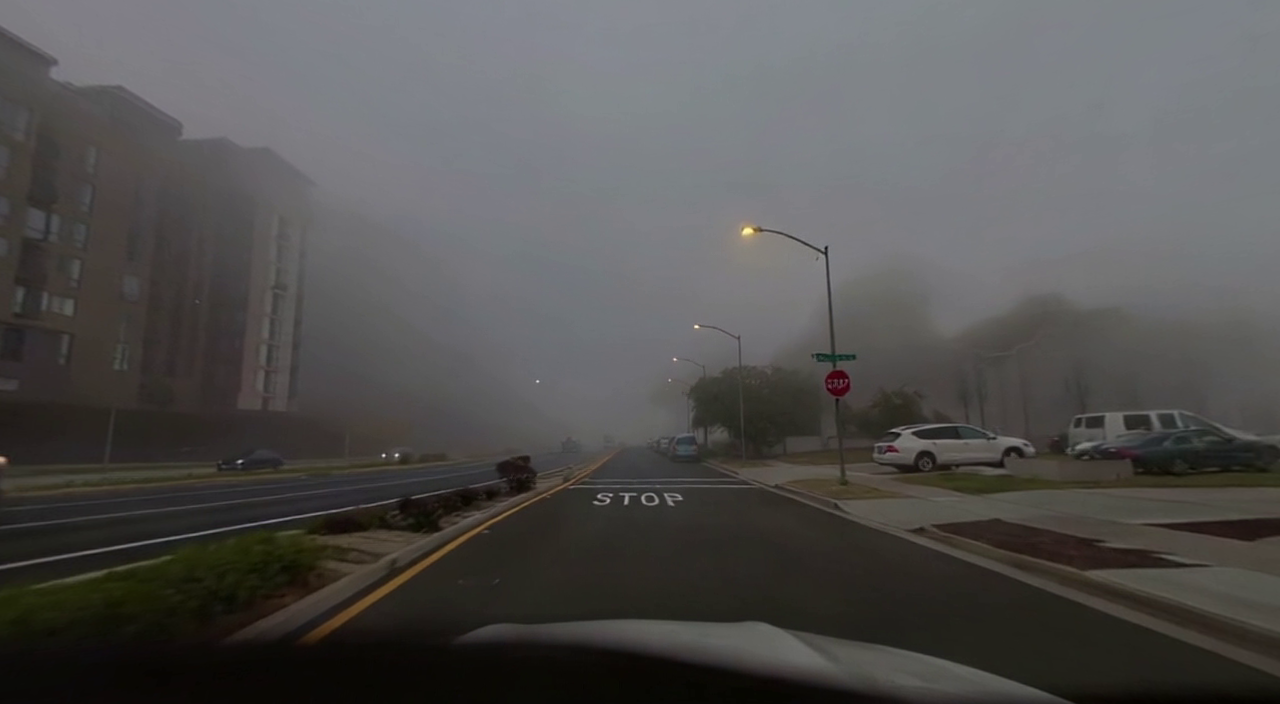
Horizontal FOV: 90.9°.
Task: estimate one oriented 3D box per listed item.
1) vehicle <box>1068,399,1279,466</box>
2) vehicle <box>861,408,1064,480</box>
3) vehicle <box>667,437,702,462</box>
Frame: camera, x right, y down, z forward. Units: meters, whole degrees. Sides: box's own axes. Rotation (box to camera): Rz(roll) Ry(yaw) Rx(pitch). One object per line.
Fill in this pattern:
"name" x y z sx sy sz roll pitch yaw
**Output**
"vehicle" 15.895 2.421 18.764 4.730 1.862 1.987 0 -8 1
"vehicle" 9.529 2.776 18.989 4.823 1.667 2.165 -4 -9 0
"vehicle" 2.835 6.302 40.943 1.990 1.508 4.123 0 -9 1
